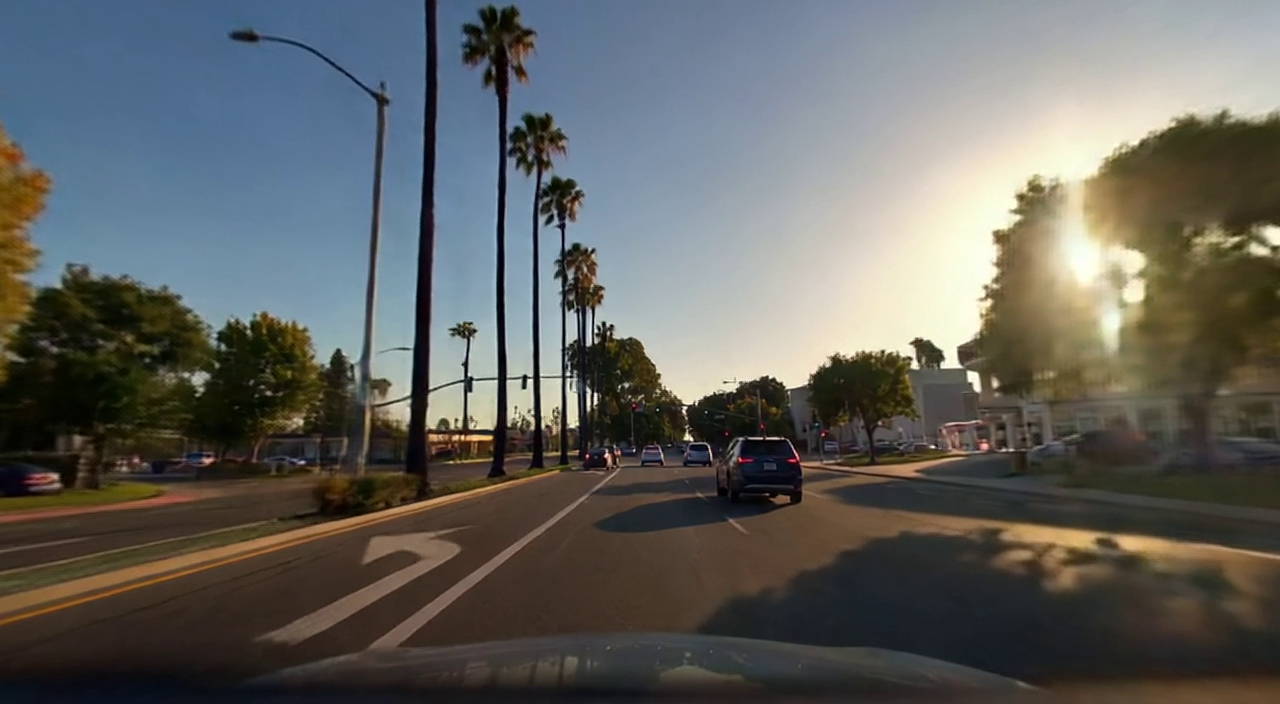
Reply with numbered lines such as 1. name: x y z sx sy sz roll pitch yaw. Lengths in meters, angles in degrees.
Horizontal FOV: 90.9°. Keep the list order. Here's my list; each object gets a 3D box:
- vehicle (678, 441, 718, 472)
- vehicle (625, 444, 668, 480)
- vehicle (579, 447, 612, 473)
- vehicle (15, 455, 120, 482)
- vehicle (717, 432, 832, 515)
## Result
1. vehicle: 3.803 6.934 42.098 2.154 1.975 4.634 0 -8 -1
2. vehicle: 0.310 5.428 31.328 1.991 1.664 3.814 0 -8 0
3. vehicle: -2.800 6.948 40.801 1.788 1.600 4.298 0 -8 1
4. vehicle: -36.025 7.305 39.733 4.667 1.620 2.004 0 -8 2
5. vehicle: 3.118 2.881 15.446 1.872 1.752 3.896 0 -8 -1
